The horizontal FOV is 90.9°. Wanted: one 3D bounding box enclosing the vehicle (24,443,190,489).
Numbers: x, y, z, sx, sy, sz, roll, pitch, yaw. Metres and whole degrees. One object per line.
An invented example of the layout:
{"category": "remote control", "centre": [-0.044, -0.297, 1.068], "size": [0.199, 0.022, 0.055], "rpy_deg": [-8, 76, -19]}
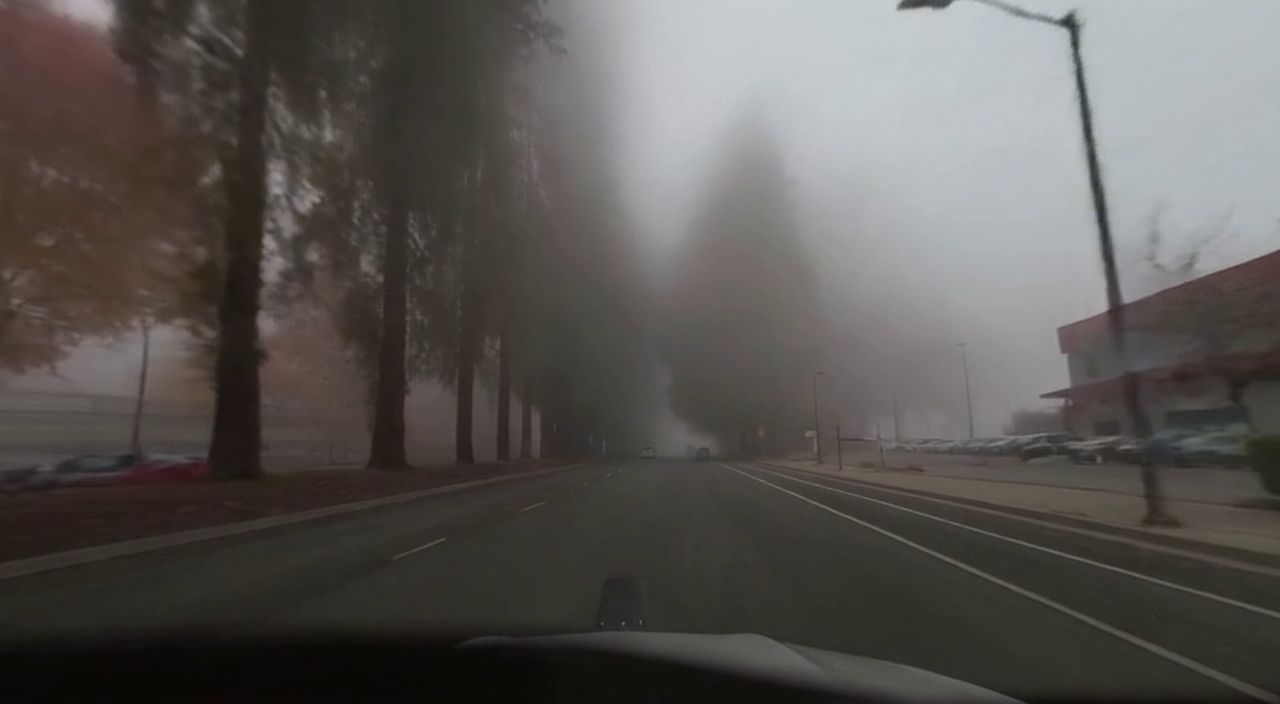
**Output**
{"category": "vehicle", "centre": [-23.569, 5.059, 28.315], "size": [2.162, 1.818, 5.758], "rpy_deg": [-1, -9, 4]}
